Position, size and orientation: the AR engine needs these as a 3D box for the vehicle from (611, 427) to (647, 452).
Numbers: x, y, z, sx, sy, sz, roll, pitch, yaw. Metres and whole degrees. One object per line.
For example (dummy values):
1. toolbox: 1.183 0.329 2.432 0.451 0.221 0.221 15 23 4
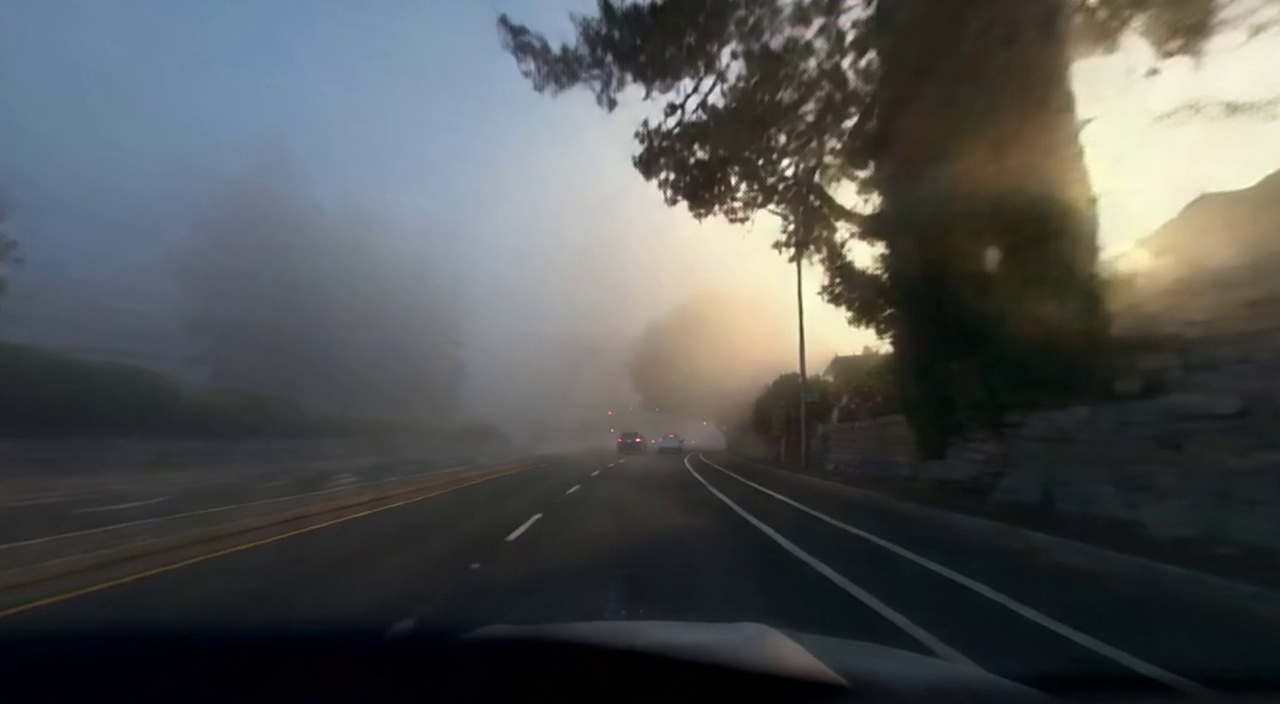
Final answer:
1. vehicle: -0.800 6.858 49.141 2.152 1.822 4.391 -1 -8 9
